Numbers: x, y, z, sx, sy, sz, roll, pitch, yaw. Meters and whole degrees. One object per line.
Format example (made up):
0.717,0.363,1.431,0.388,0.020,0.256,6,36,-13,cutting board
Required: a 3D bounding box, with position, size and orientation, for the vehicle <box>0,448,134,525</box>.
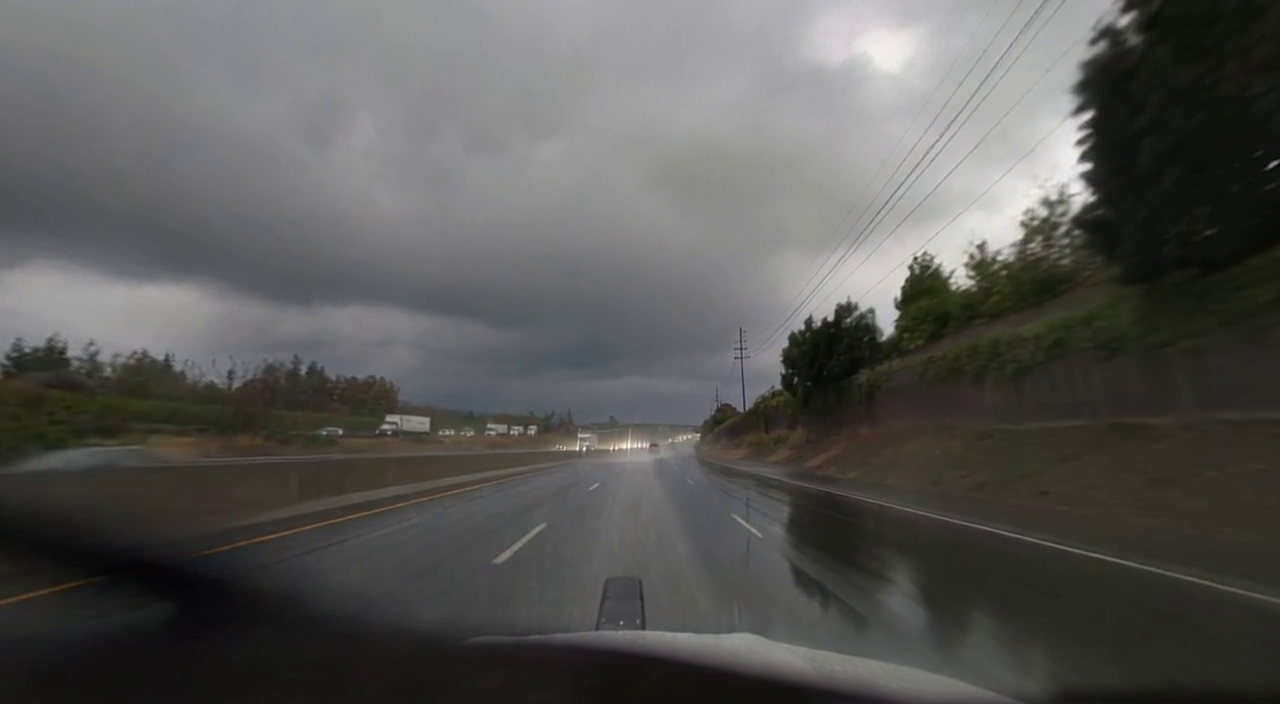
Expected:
-12.213,2.577,12.410,1.658,1.363,3.429,0,-9,0,vehicle
